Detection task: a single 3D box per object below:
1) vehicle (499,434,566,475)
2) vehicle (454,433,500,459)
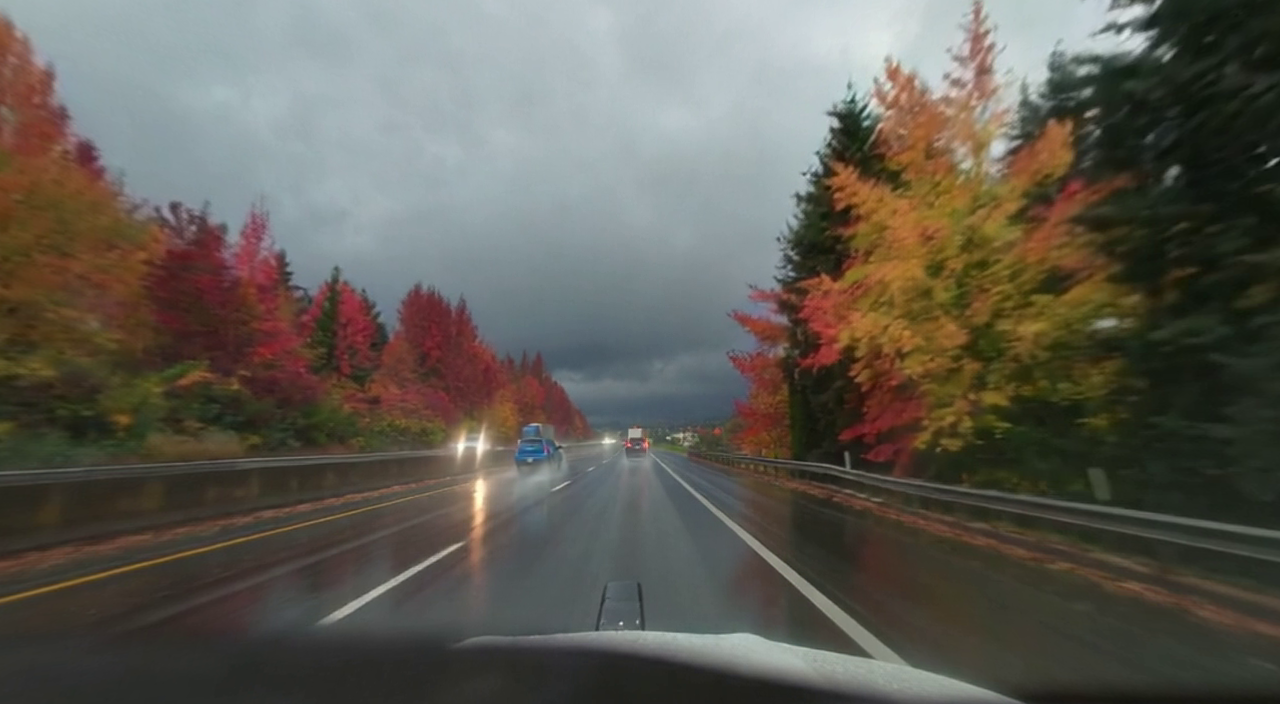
[{"bbox_3d":[-4.370,4.249,26.289,2.002,1.553,4.247,0,-8,0],"label":"vehicle"},{"bbox_3d":[-12.254,7.096,47.599,2.098,1.796,4.845,0,-8,1],"label":"vehicle"}]
